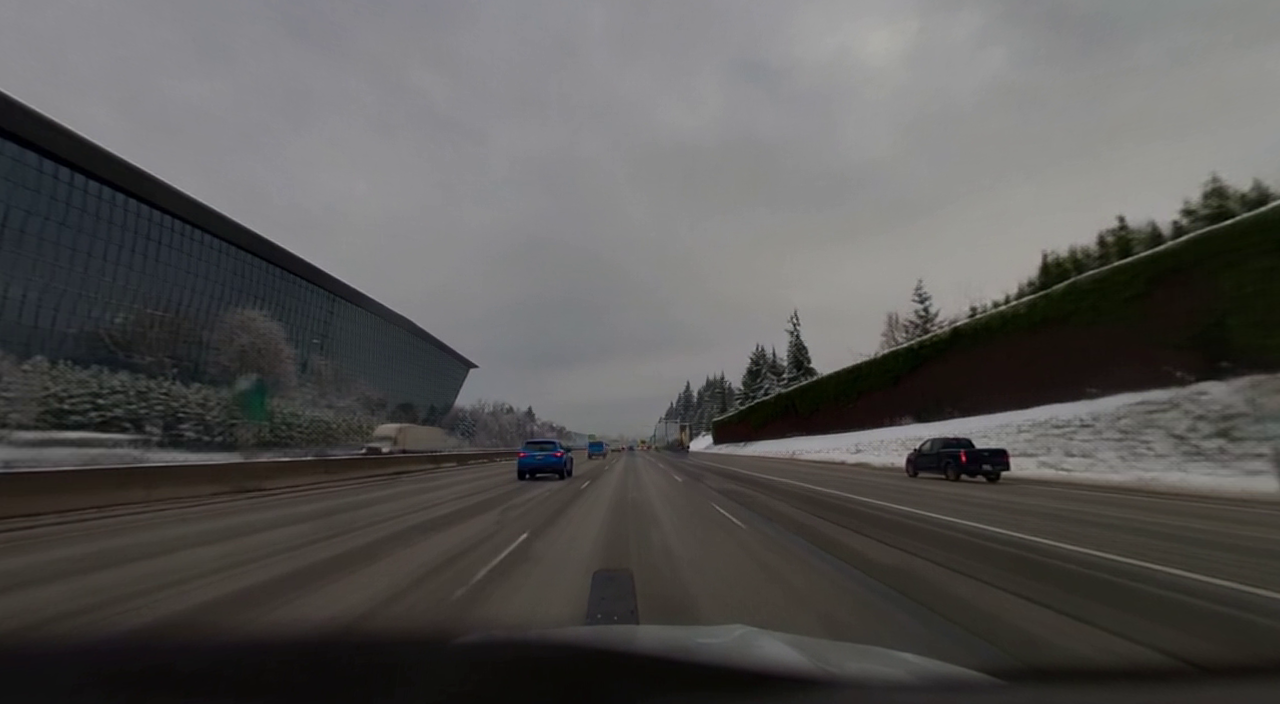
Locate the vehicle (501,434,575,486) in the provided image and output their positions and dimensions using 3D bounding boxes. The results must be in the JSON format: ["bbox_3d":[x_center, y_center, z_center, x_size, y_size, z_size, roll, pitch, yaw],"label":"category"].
[{"bbox_3d":[-3.569,3.886,22.928,2.039,1.710,4.237,0,-9,-1],"label":"vehicle"}]

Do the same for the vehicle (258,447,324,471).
[{"bbox_3d":[-23.534,7.214,42.792,1.904,1.491,4.603,0,-9,0],"label":"vehicle"}]

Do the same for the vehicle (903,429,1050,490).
[{"bbox_3d":[11.132,3.622,21.489,2.089,1.787,5.080,0,-9,-1],"label":"vehicle"}]
